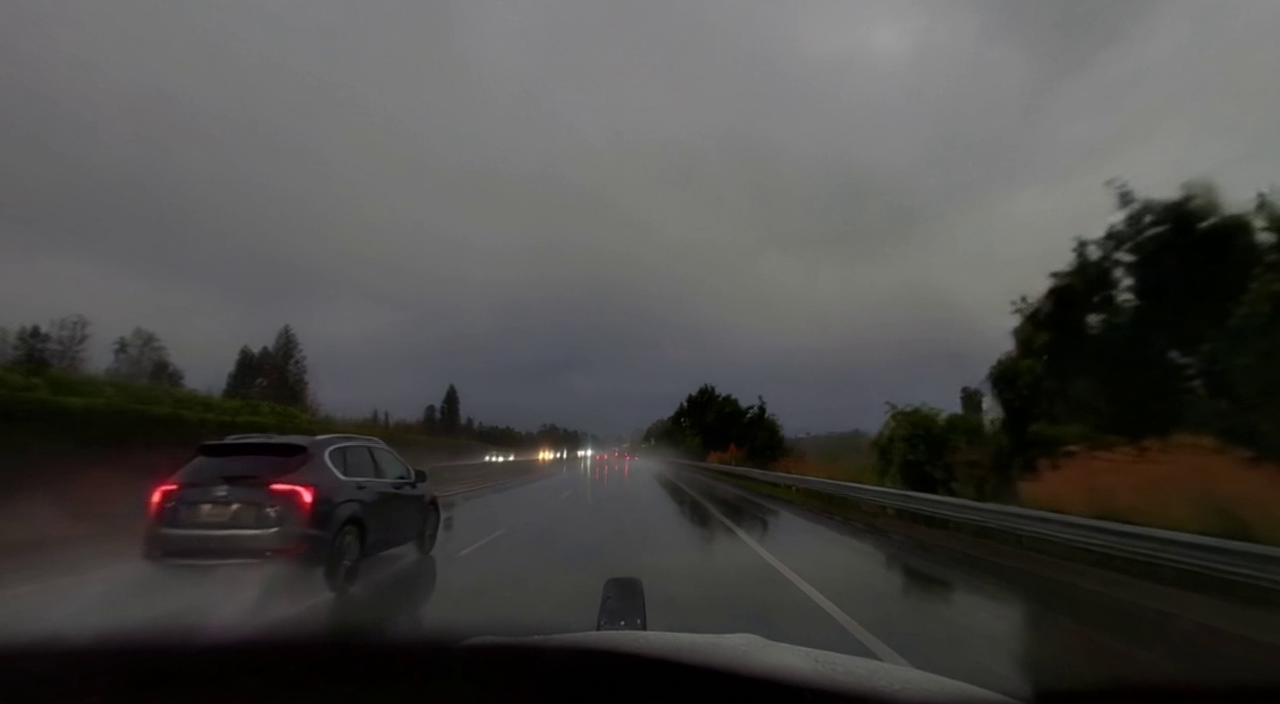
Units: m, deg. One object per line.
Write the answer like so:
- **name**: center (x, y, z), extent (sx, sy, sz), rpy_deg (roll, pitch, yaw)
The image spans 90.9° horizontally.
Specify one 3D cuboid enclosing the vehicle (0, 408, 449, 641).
- **vehicle**: center (-3.908, 1.603, 6.937), extent (2.135, 1.686, 4.517), rpy_deg (0, -9, 1)
